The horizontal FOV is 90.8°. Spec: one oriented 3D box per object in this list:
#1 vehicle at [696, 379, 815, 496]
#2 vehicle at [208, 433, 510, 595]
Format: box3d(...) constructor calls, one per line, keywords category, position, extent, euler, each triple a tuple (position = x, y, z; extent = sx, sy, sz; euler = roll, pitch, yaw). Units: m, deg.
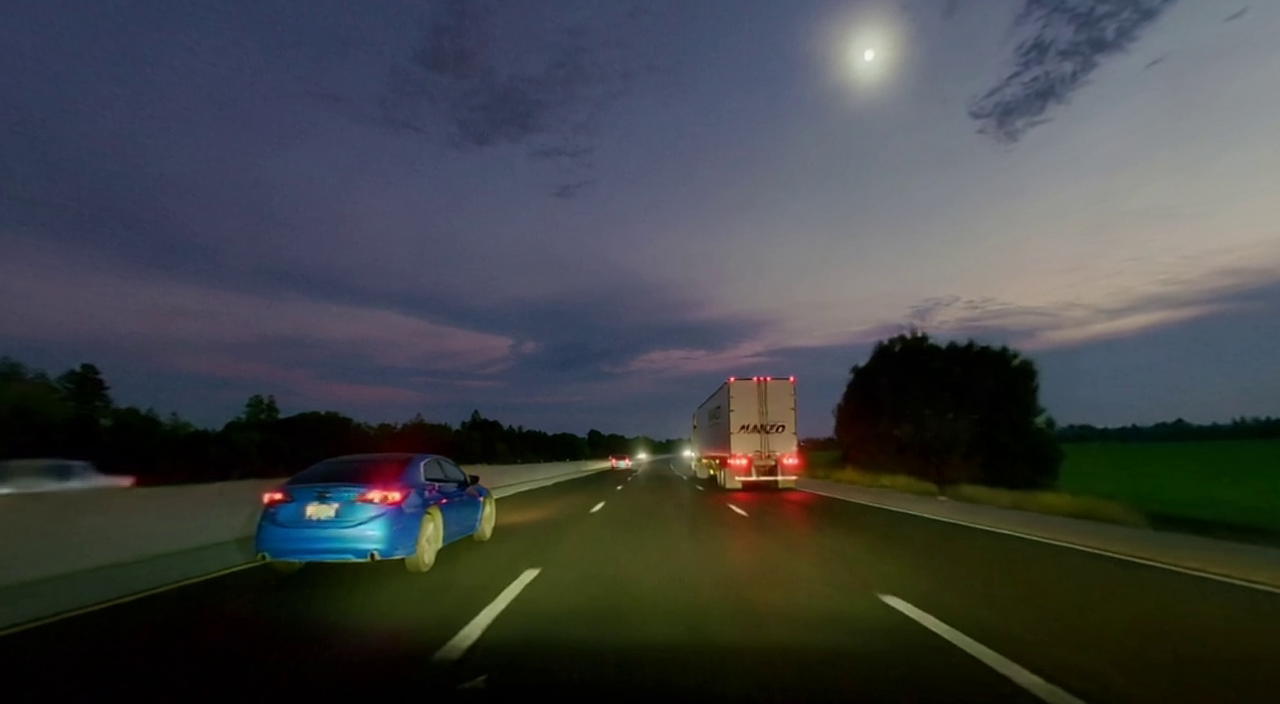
box3d(category="vehicle", position=(4.612, 4.013, 28.847), extent=(2.832, 4.034, 13.924), euler=(0, -9, 0))
box3d(category="vehicle", position=(-3.169, 1.900, 8.303), extent=(1.945, 1.537, 4.294), euler=(0, -9, 1))
